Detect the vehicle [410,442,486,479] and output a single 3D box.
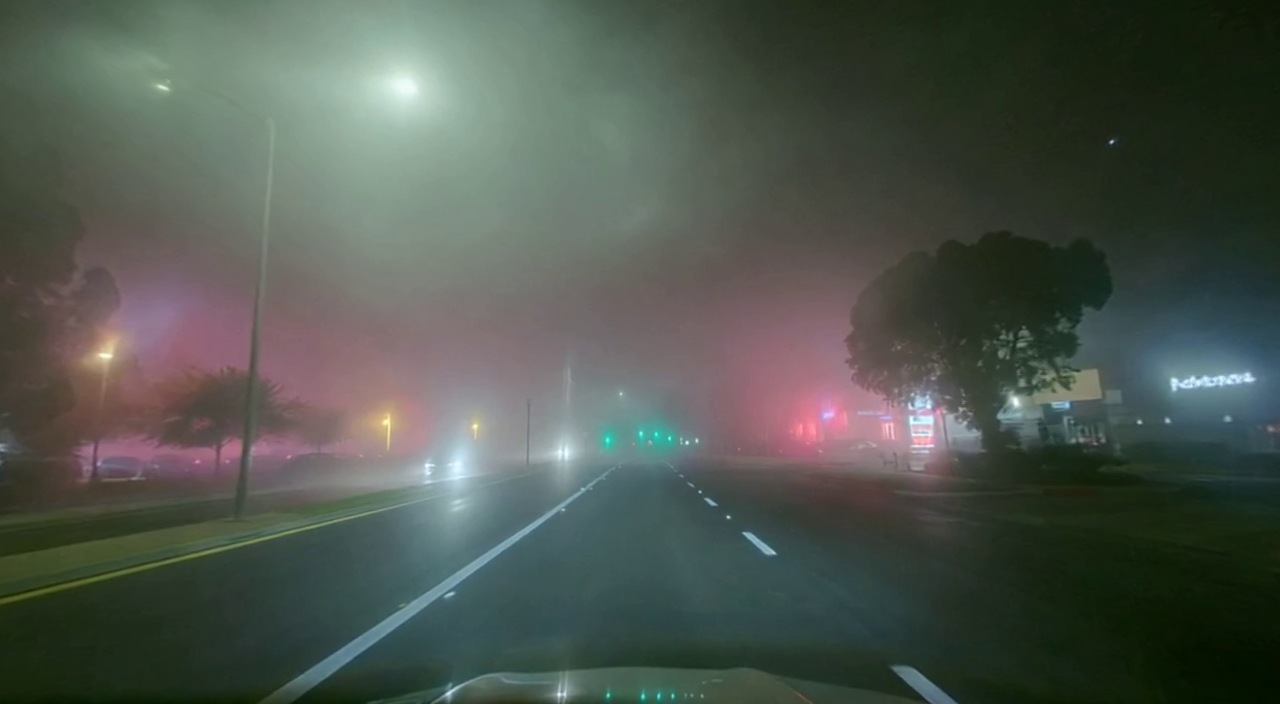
[{"bbox_3d":[-8.684,4.939,28.894,1.961,1.559,4.480,-1,-9,2],"label":"vehicle"}]
